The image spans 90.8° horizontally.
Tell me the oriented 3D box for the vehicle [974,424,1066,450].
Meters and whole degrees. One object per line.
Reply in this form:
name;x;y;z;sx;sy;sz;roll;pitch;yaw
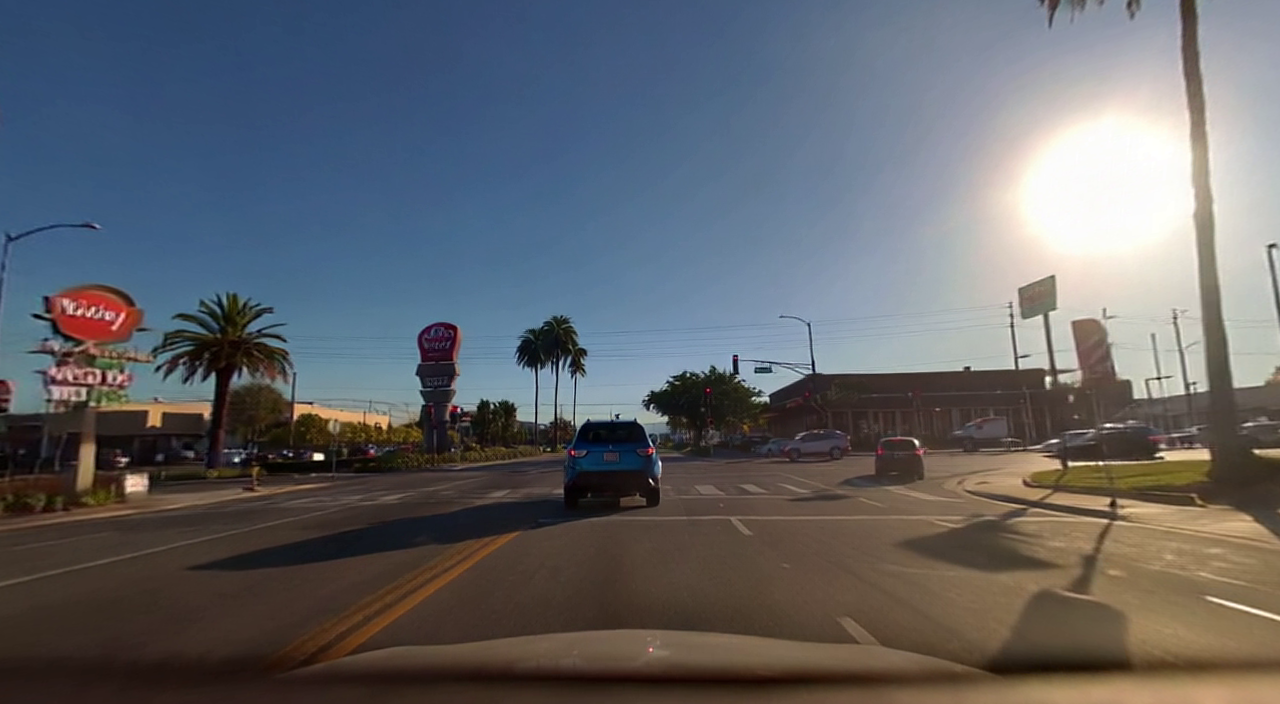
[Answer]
vehicle;28.908;6.519;48.113;5.809;1.839;1.957;-5;-10;33

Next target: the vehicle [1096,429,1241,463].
vehicle;24.226;4.316;29.135;4.745;1.474;1.923;-1;-8;7

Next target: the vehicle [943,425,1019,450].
vehicle;25.151;6.315;46.592;4.641;1.778;1.958;-5;-10;33

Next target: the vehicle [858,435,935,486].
vehicle;9.054;3.713;22.101;2.086;1.560;4.542;-4;-9;26

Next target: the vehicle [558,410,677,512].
vehicle;-0.391;2.416;14.459;2.263;1.932;4.709;0;-8;1
